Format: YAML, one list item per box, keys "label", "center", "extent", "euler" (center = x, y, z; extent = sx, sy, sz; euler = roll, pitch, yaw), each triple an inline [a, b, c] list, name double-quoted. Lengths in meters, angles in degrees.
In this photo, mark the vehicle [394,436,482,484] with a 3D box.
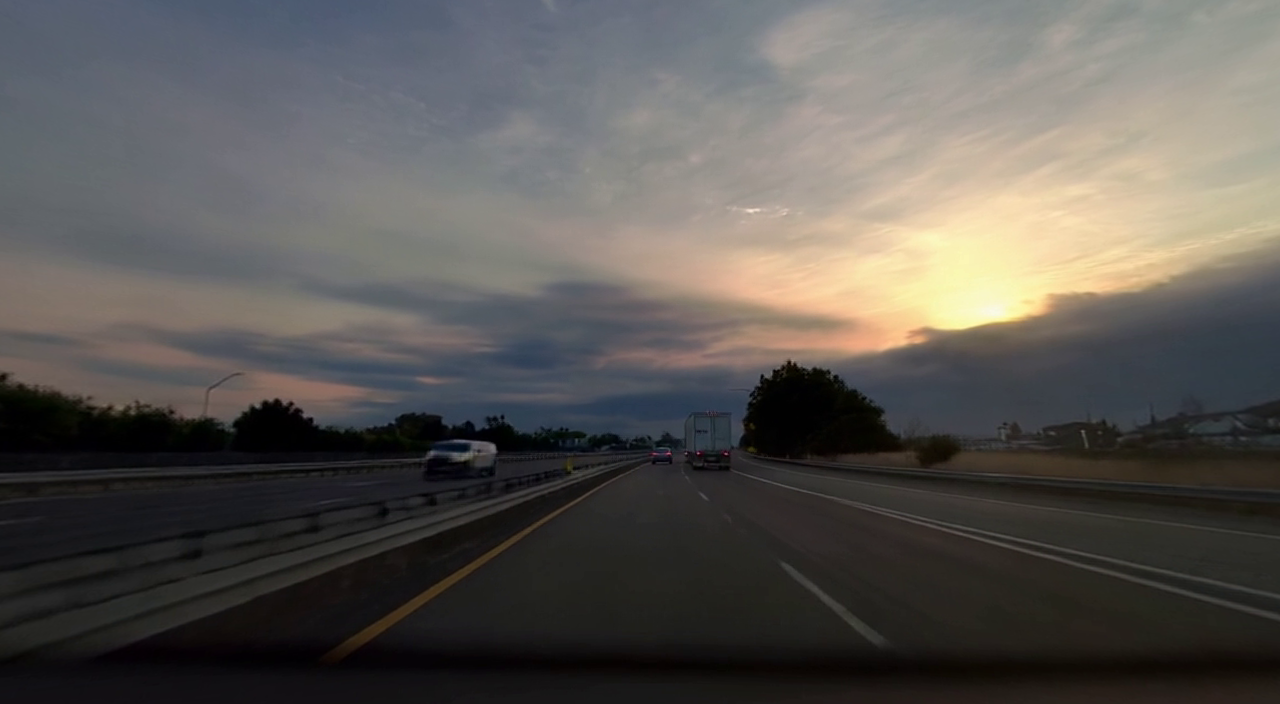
- label: "vehicle"
  center: [-11.017, 5.955, 35.006]
  extent: [2.407, 2.392, 6.388]
  euler: [-1, -9, 3]
